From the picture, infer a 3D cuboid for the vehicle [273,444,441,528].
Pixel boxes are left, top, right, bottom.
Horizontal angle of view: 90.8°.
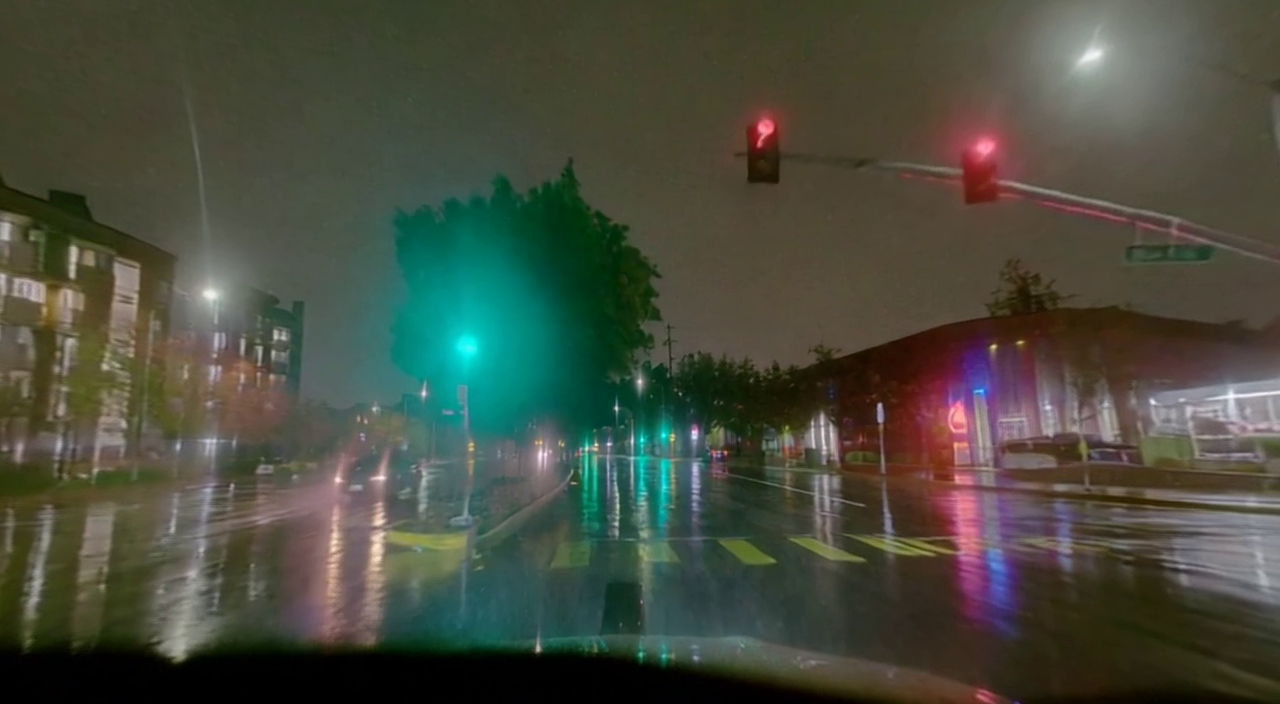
[{"bbox_3d":[-5.782,2.726,13.588,1.894,1.474,4.332,0,-8,-4],"label":"vehicle"}]
